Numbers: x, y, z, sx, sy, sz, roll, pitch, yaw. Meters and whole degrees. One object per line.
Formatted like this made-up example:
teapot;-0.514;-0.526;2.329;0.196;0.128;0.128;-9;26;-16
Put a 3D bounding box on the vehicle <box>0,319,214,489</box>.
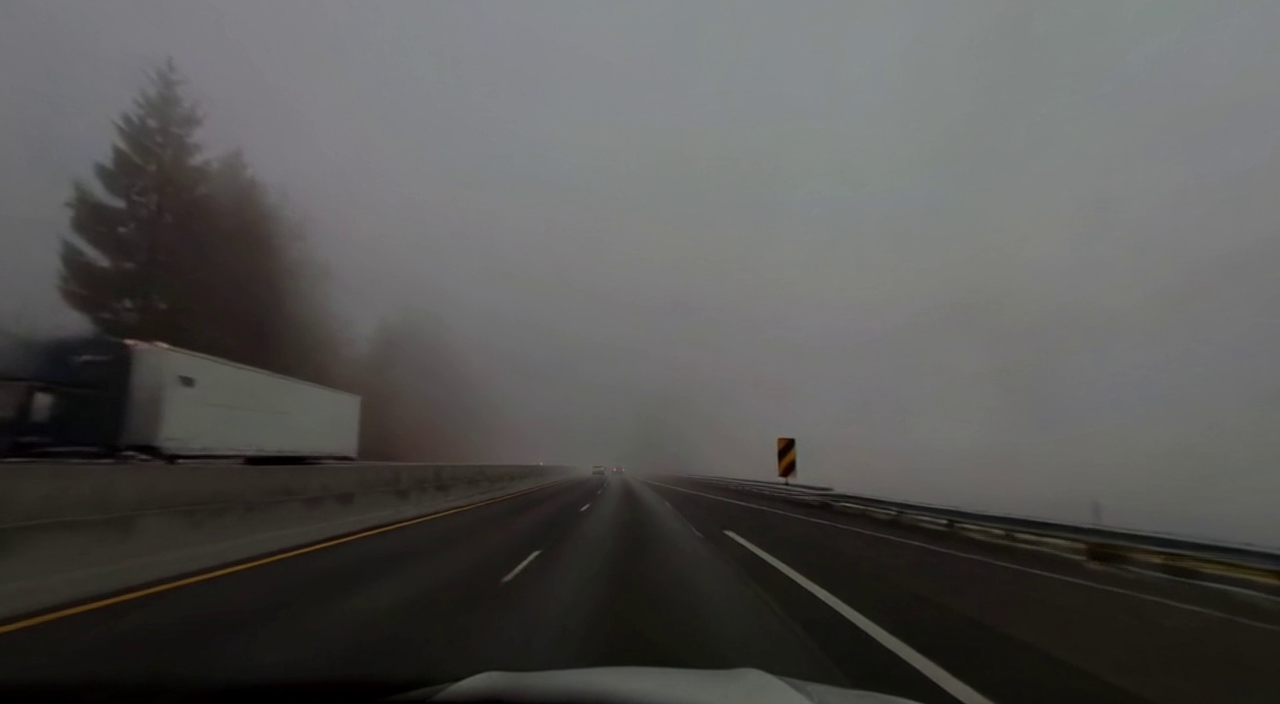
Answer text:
vehicle;-15.119;1.633;17.027;3.006;3.840;5.721;1;-10;-1
